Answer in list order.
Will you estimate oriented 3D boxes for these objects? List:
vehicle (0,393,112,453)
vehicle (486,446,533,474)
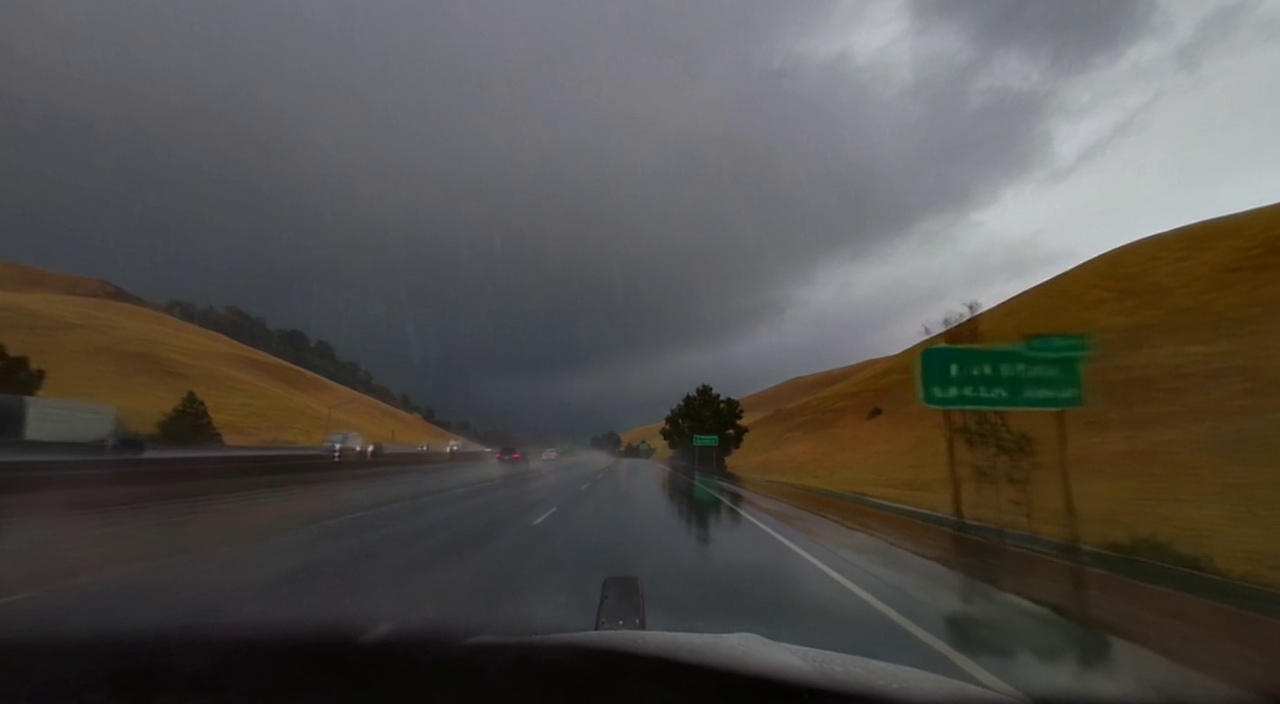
[{"bbox_3d":[-44.587,4.899,43.271,2.908,4.006,16.541,1,-9,-3],"label":"vehicle"},{"bbox_3d":[-8.086,6.744,39.487,2.045,1.624,4.338,0,-9,-1],"label":"vehicle"}]
